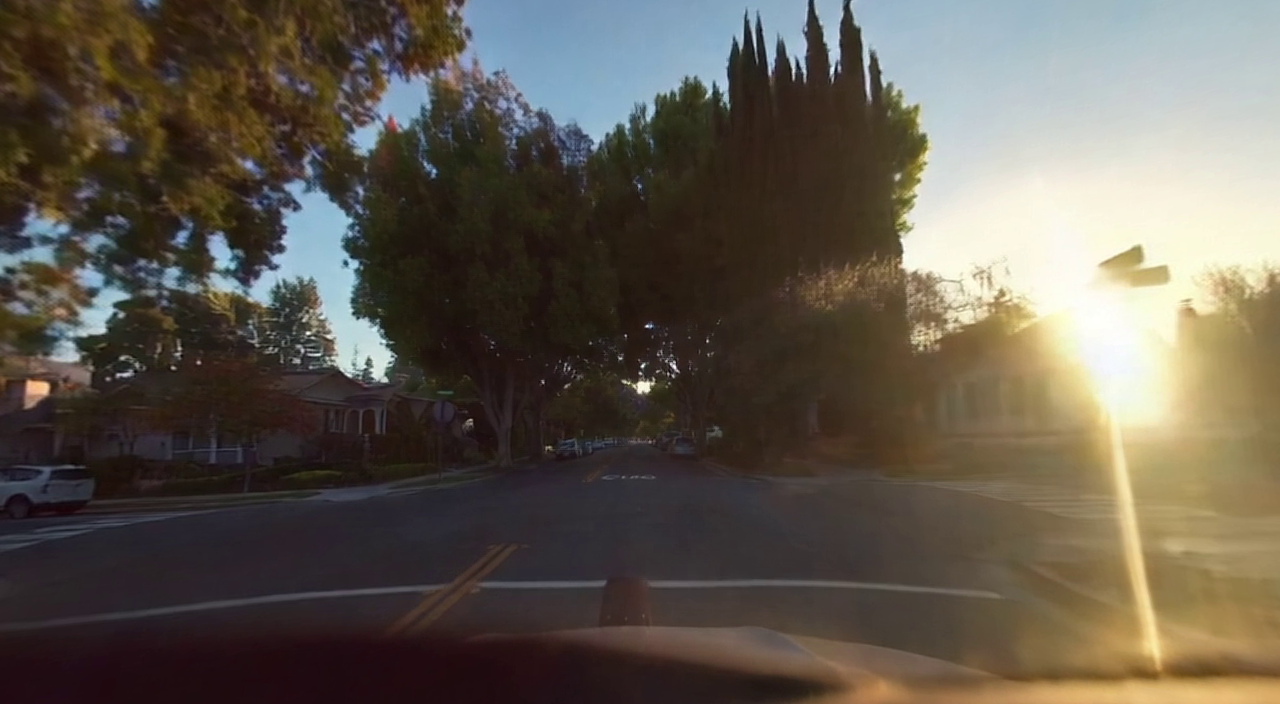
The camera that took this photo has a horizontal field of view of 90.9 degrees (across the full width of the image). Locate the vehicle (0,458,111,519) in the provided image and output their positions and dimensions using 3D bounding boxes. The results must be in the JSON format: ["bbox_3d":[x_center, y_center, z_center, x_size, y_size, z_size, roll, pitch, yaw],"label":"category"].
[{"bbox_3d":[-18.880,4.028,18.773,4.334,1.632,1.996,0,-8,-1],"label":"vehicle"}]

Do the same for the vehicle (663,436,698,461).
[{"bbox_3d":[2.873,7.000,45.767,2.220,1.753,3.862,0,-8,-1],"label":"vehicle"}]
